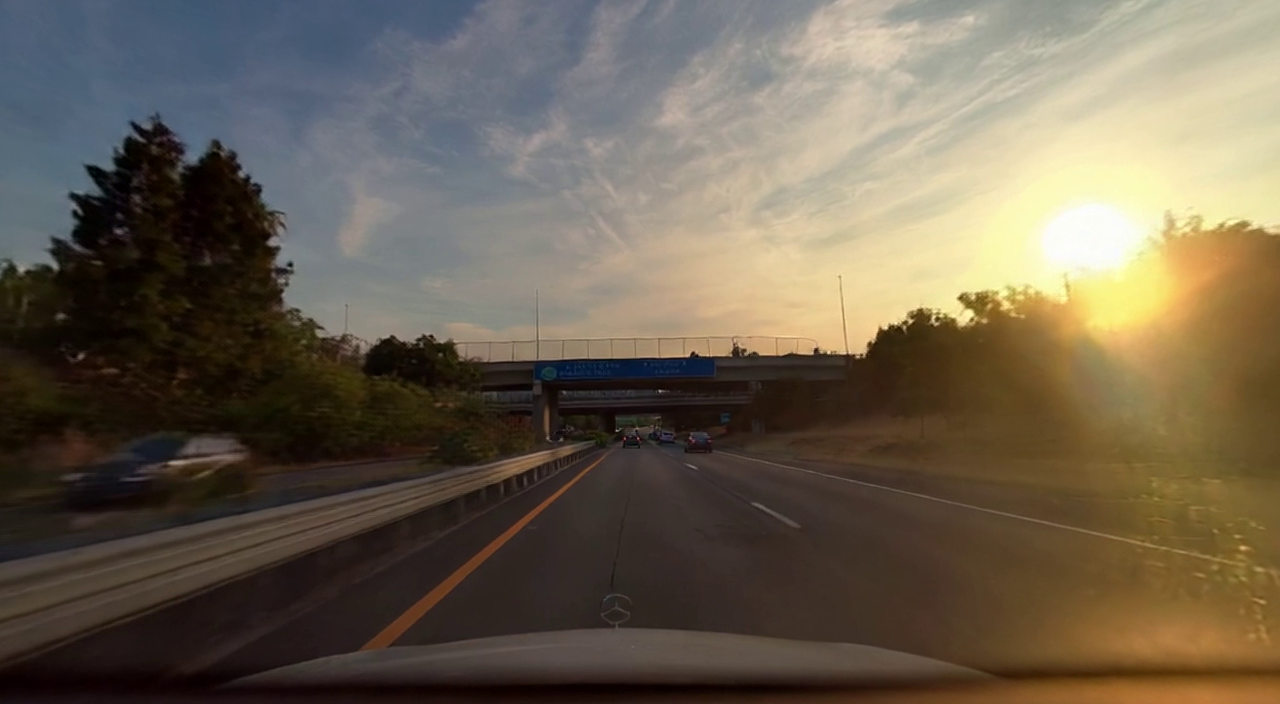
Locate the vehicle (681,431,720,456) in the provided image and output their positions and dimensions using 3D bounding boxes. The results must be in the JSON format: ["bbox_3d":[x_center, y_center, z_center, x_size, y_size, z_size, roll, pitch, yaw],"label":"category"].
[{"bbox_3d":[3.927,6.030,41.669,2.010,1.526,4.438,0,-8,-2],"label":"vehicle"}]
